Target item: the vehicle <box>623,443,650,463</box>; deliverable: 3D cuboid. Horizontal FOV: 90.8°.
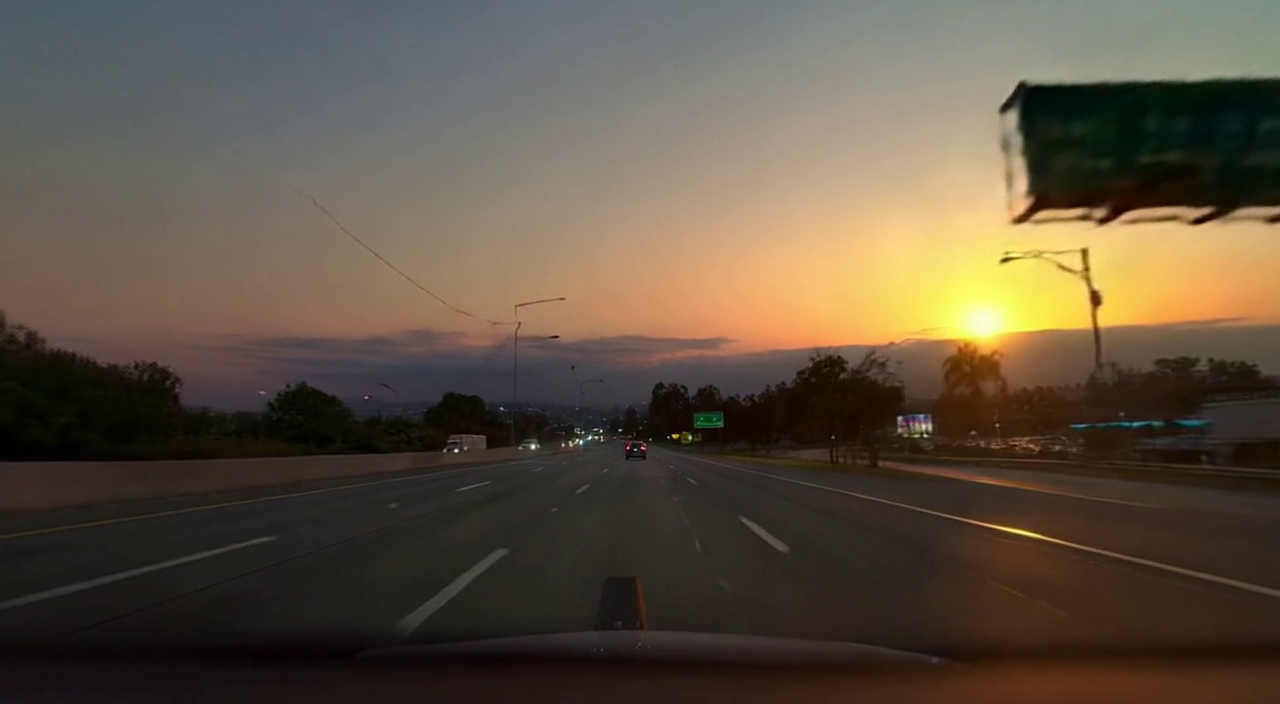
[{"bbox_3d":[-0.292,7.778,48.592,2.025,1.460,4.189,0,-8,-1],"label":"vehicle"}]
